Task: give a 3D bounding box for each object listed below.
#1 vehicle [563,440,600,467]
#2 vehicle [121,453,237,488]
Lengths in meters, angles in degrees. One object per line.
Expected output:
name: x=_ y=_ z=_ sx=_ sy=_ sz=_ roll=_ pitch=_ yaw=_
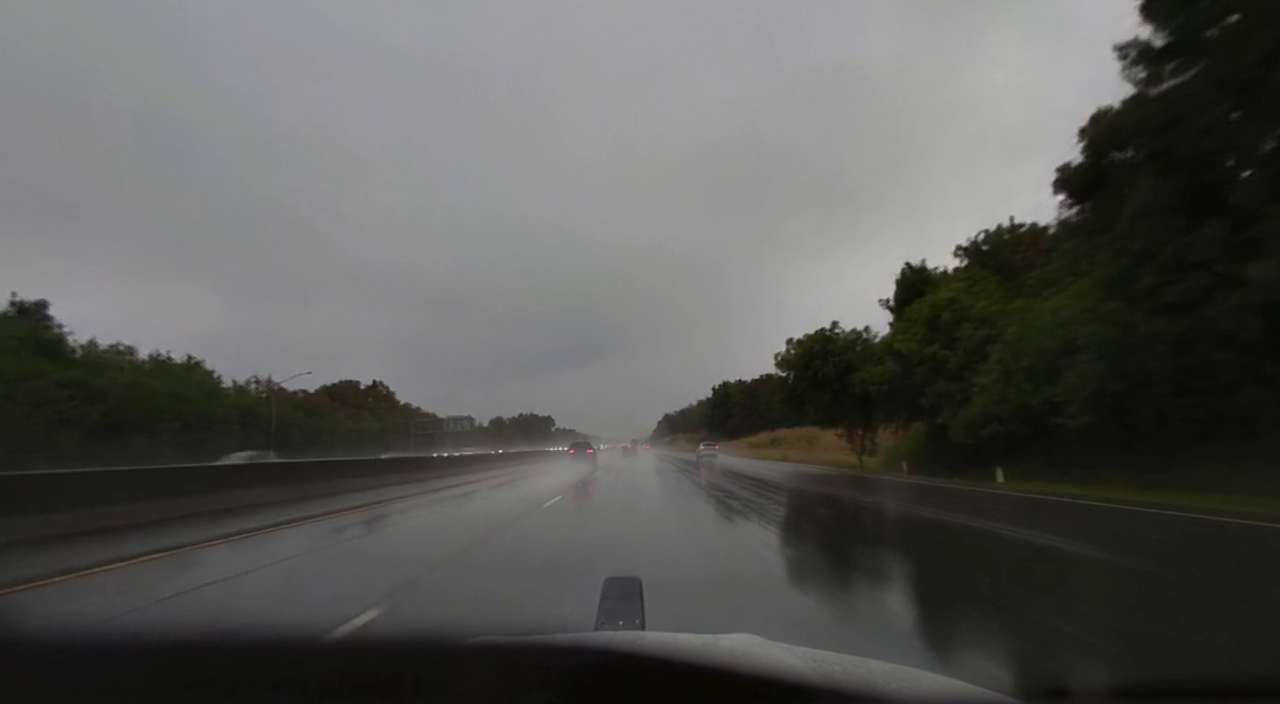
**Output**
vehicle: x=-4.031 y=7.074 z=44.119 sx=2.114 sy=1.774 sz=4.427 roll=0 pitch=-9 yaw=0
vehicle: x=-21.626 y=5.561 z=29.957 sx=1.884 sy=1.480 sz=4.817 roll=0 pitch=-9 yaw=0
